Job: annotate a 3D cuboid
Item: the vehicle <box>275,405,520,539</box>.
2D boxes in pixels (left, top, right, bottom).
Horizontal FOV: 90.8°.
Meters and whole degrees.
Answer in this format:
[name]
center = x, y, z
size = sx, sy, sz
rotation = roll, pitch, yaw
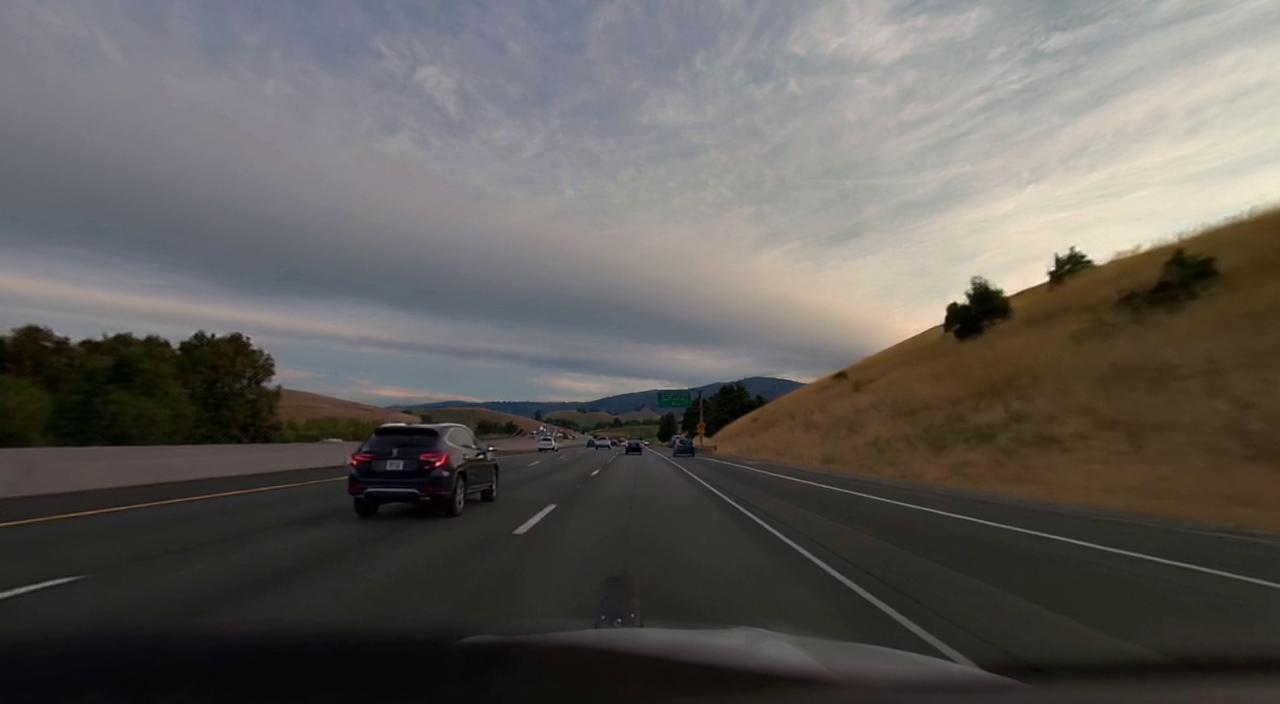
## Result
[vehicle]
center = -3.552, 1.871, 10.466
size = 2.166, 1.700, 4.661
rotation = 0, -8, 1
